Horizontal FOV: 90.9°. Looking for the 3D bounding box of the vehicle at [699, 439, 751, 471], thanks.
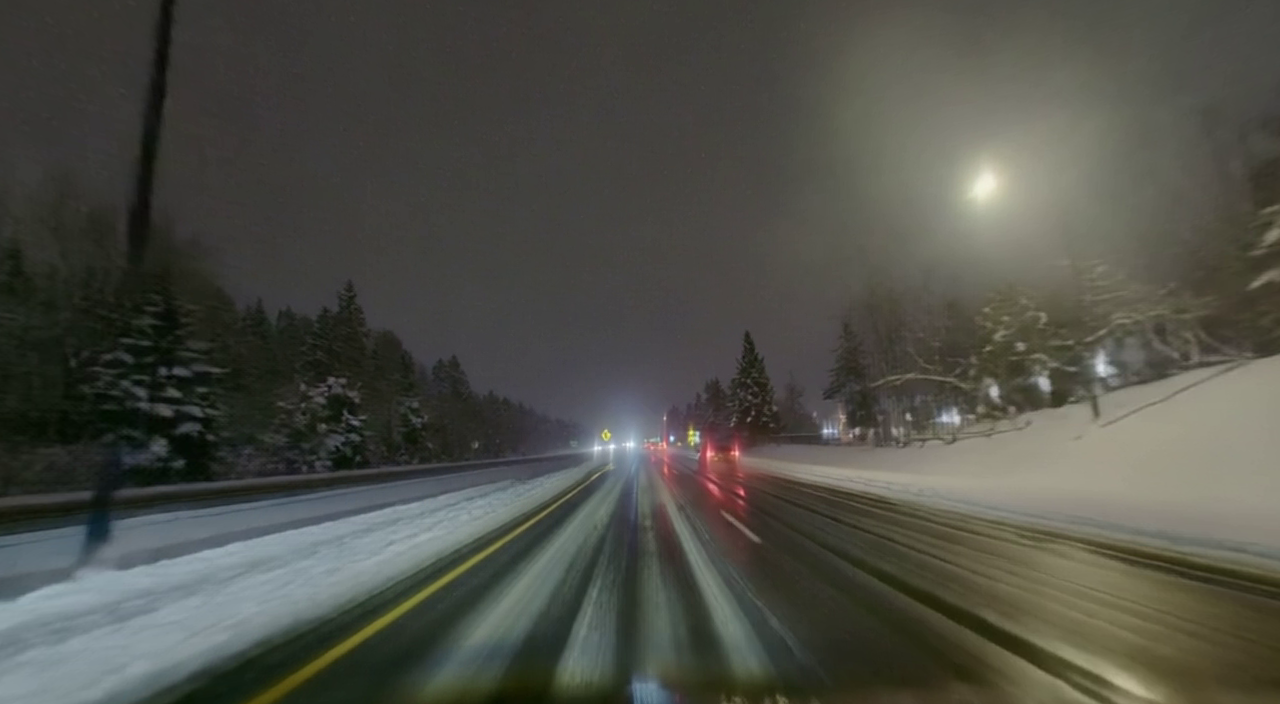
[{"bbox_3d":[4.332,5.319,32.753,2.042,1.518,4.477,0,-8,0],"label":"vehicle"}]
